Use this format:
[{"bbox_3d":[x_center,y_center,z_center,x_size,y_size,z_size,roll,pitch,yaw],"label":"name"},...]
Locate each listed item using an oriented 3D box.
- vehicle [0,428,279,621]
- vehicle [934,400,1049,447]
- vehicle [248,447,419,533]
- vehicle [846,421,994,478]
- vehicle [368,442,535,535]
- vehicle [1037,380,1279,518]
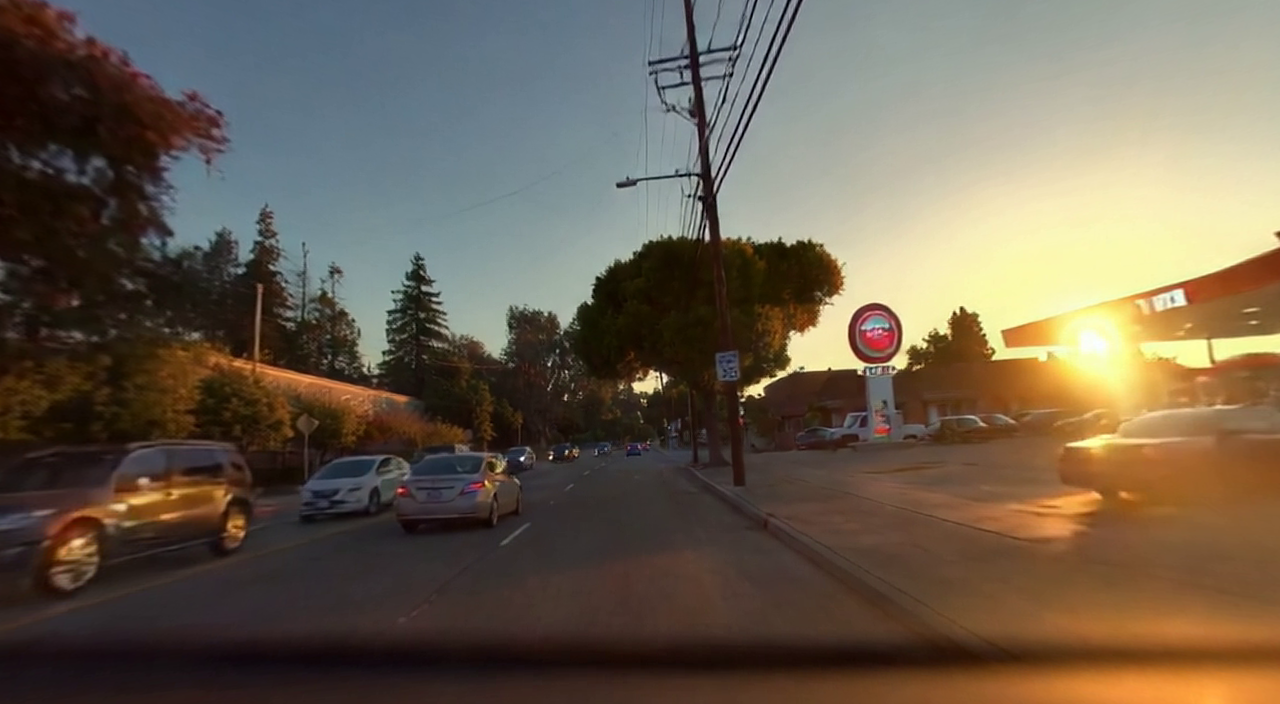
[{"bbox_3d":[-6.772,1.833,7.650,1.877,1.742,4.919,0,-8,0],"label":"vehicle"},{"bbox_3d":[19.778,4.119,35.892,4.982,2.516,2.697,-2,-8,11],"label":"vehicle"},{"bbox_3d":[-6.719,3.007,14.514,1.863,1.506,4.597,-3,-8,-3],"label":"vehicle"},{"bbox_3d":[7.934,2.730,17.853,4.000,1.440,1.746,5,-9,-30],"label":"vehicle"},{"bbox_3d":[-3.417,2.529,12.478,1.943,1.455,4.414,0,-8,0],"label":"vehicle"},{"bbox_3d":[8.170,1.350,9.013,4.713,1.518,2.035,4,-9,-27],"label":"vehicle"}]
